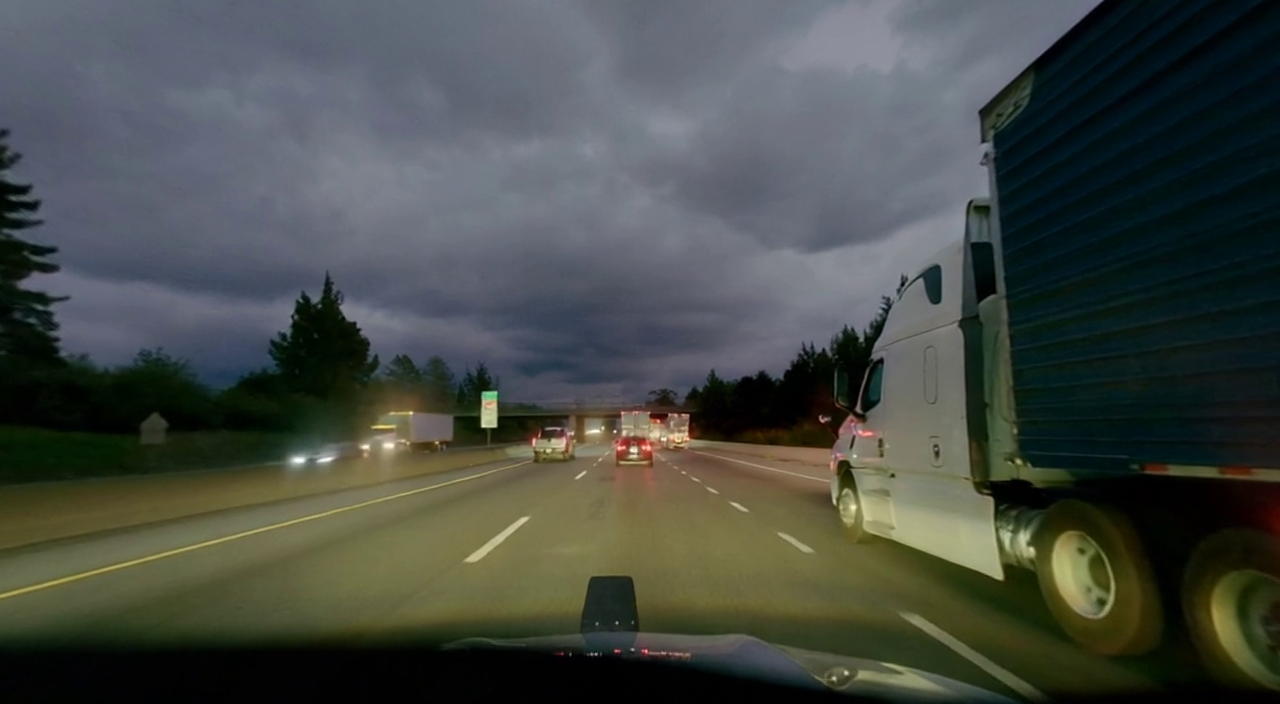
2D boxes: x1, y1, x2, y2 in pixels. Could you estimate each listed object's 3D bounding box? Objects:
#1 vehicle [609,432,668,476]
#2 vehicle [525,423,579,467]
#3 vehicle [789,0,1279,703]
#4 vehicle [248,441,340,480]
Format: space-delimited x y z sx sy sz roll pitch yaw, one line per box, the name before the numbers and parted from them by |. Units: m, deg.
vehicle | -0.082 3.825 23.900 2.059 1.522 3.693 0 -8 -1
vehicle | -4.277 4.602 31.330 2.013 1.961 4.692 0 -8 0
vehicle | 3.652 0.233 5.110 2.783 3.483 7.836 0 -8 -1
vehicle | -16.374 5.126 30.119 1.938 1.653 4.297 0 -8 0
